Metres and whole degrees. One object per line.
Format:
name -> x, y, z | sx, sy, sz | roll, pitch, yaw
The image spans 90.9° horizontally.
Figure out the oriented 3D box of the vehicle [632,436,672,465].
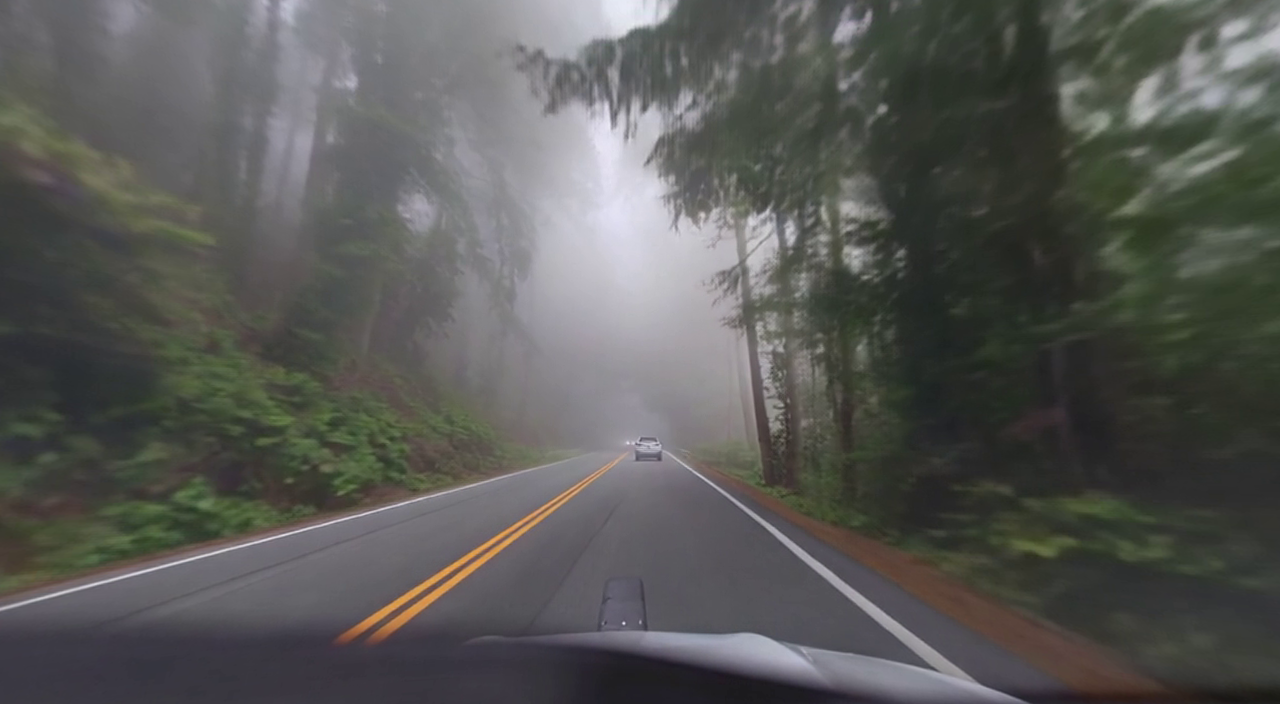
vehicle -> 0.660, 5.555, 35.759 | 2.120, 1.491, 4.349 | 0, -8, 1
